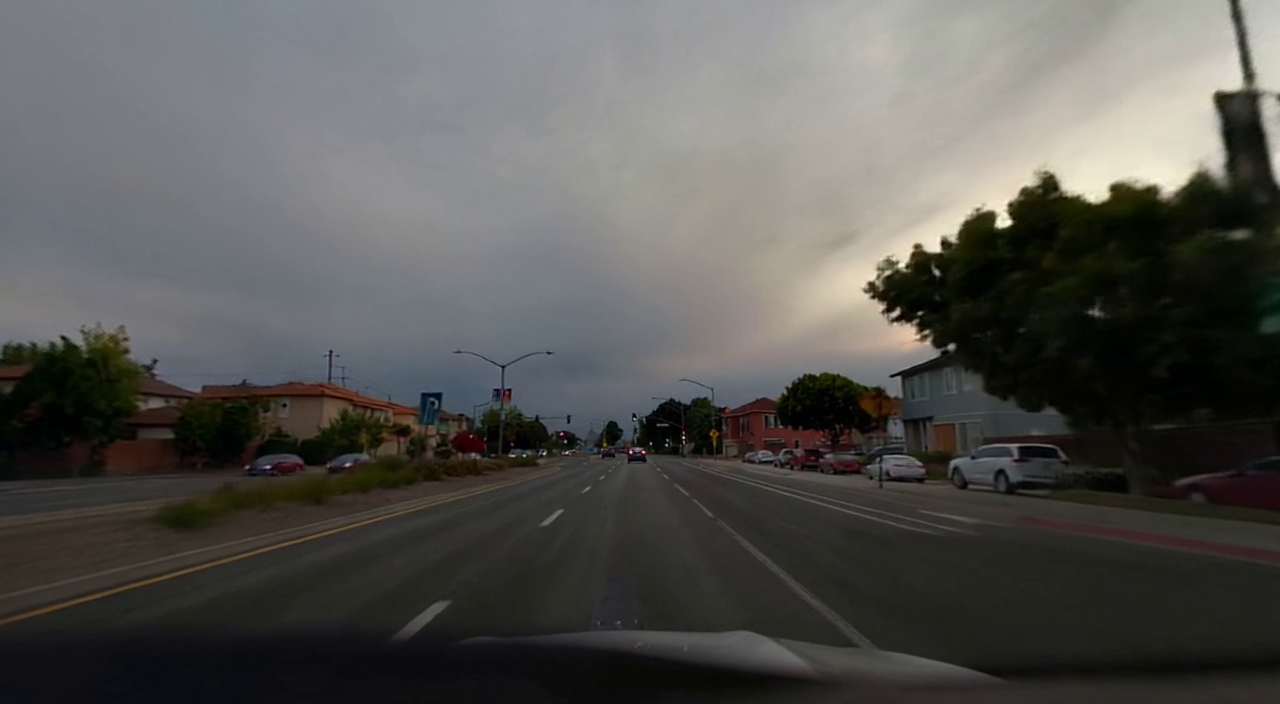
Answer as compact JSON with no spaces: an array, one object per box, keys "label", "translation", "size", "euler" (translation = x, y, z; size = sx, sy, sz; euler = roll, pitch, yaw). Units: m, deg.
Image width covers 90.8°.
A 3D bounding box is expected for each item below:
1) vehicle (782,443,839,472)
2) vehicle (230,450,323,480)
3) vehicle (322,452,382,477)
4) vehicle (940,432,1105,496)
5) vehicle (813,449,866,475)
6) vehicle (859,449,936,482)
[{"label":"vehicle","translation":[12.521,7.844,46.909],"size":[2.386,1.919,6.109],"euler":[-1,-10,-1]},{"label":"vehicle","translation":[-24.435,7.604,42.814],"size":[2.224,1.795,5.809],"euler":[-2,-9,9]},{"label":"vehicle","translation":[-19.078,7.449,42.087],"size":[1.815,1.468,4.398],"euler":[0,-9,1]},{"label":"vehicle","translation":[13.138,3.854,22.230],"size":[2.047,1.950,5.112],"euler":[1,-9,-9]},{"label":"vehicle","translation":[12.349,6.835,39.378],"size":[1.836,1.448,4.624],"euler":[-1,-9,1]},{"label":"vehicle","translation":[12.728,5.625,31.608],"size":[1.916,1.452,4.651],"euler":[0,-9,1]}]
